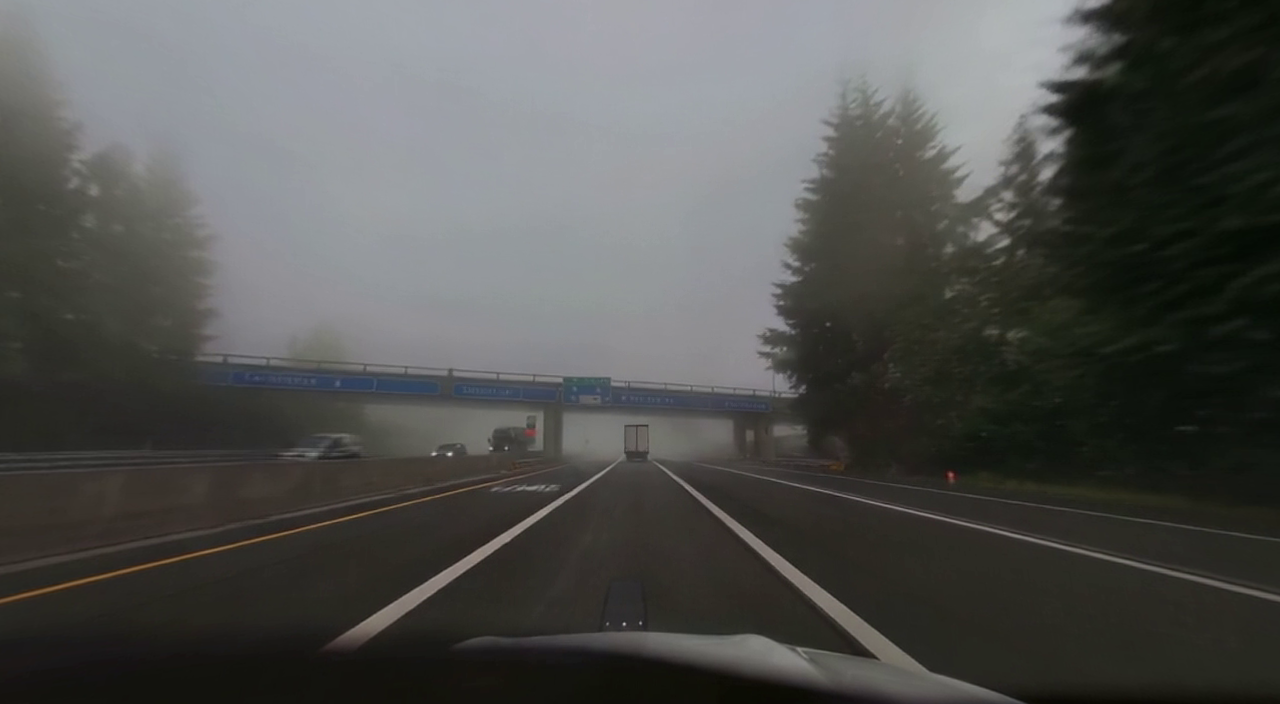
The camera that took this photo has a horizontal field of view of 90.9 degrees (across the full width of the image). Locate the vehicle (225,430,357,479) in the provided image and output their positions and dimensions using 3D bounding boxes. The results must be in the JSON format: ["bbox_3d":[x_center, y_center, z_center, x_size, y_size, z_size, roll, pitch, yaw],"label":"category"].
[{"bbox_3d":[-12.086,3.616,22.289,1.936,1.515,4.769,0,-9,0],"label":"vehicle"}]
